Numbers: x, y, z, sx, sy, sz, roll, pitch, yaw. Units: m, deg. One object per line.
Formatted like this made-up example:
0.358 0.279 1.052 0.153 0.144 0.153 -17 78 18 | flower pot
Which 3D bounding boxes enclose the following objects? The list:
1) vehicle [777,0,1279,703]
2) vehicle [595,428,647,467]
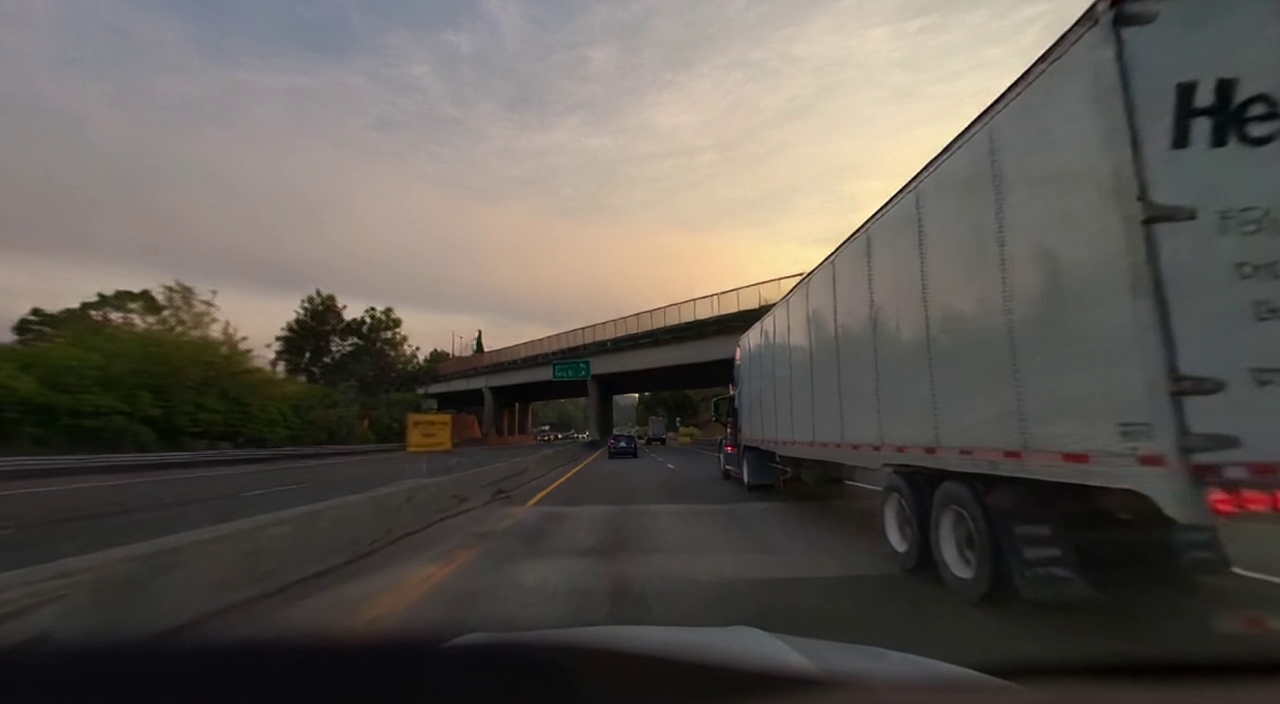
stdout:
4.190 0.261 7.335 2.853 4.038 9.832 0 -8 -1 | vehicle
-0.805 4.103 27.305 2.095 1.557 3.963 0 -8 -1 | vehicle
